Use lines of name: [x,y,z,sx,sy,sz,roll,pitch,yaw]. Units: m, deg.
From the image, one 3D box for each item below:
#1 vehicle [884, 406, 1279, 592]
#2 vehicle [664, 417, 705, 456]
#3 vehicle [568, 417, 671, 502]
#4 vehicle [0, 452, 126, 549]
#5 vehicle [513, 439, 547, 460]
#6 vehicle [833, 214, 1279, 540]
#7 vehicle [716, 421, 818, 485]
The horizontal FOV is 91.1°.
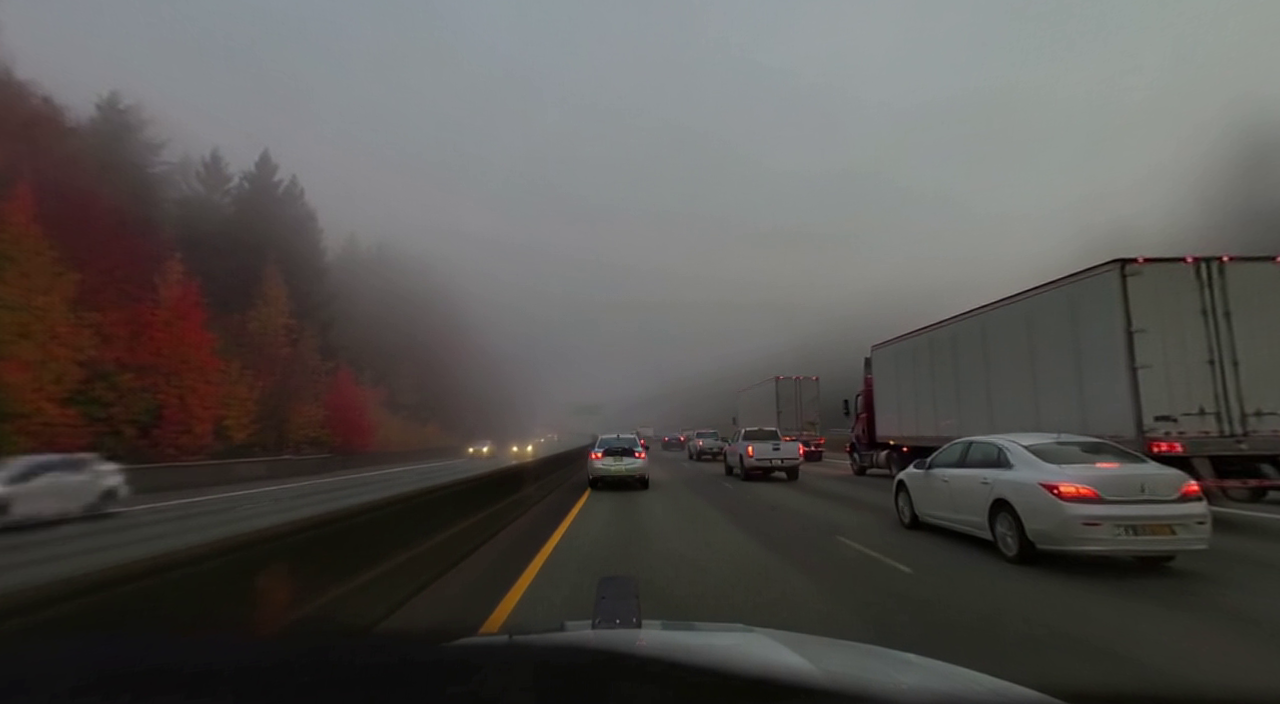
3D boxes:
vehicle: [4.716,1.490,7.301,2.040,1.523,4.068,0,-8,-1]
vehicle: [3.155,6.157,45.783,2.395,2.656,6.037,0,-8,-1]
vehicle: [-0.456,2.476,14.973,2.087,1.709,4.455,0,-8,-1]
vehicle: [-11.344,2.517,10.727,1.874,1.504,3.847,0,-8,0]
vehicle: [-8.629,7.651,49.509,1.921,1.533,4.091,0,-8,0]
vehicle: [8.402,1.194,14.881,2.908,4.099,14.103,0,-8,-1]
vehicle: [3.680,2.994,19.015,2.147,1.707,3.963,0,-8,-2]
